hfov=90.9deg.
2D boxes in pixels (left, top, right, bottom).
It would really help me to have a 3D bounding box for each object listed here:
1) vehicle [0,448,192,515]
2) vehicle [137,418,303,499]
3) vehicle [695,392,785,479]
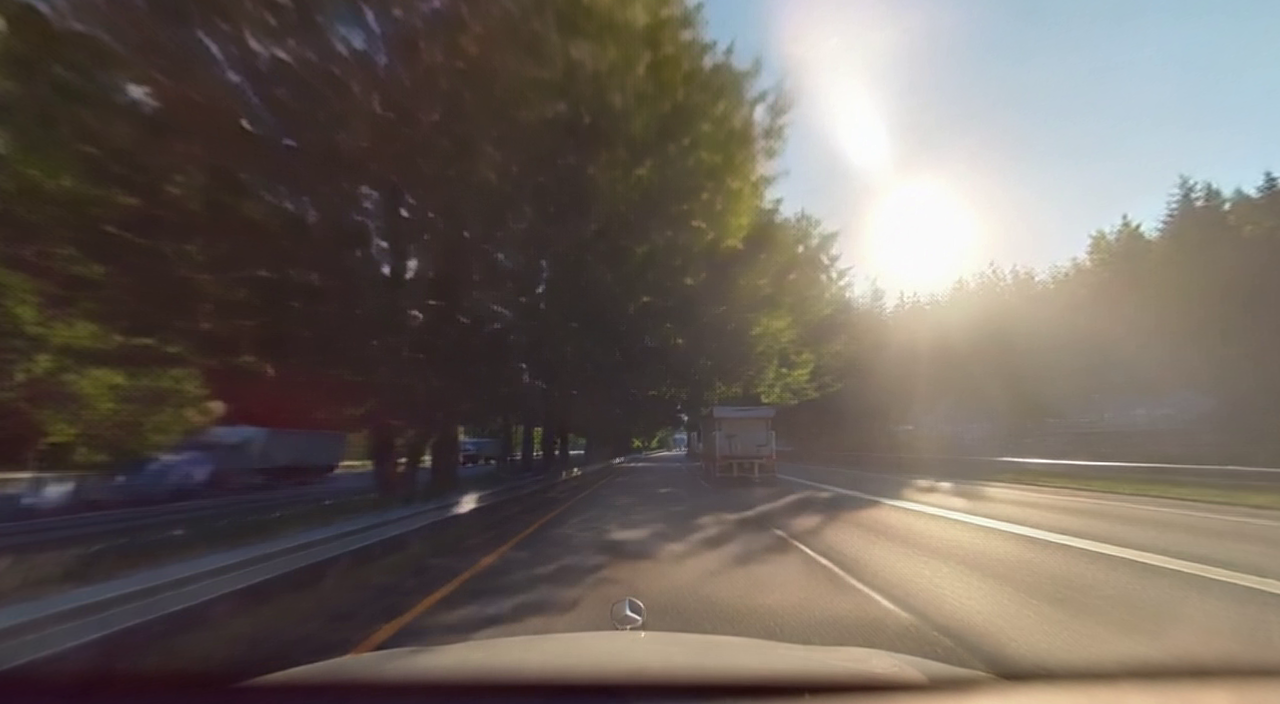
[{"bbox_3d":[-15.645,3.626,18.217,2.040,1.659,4.491,0,-9,0],"label":"vehicle"},{"bbox_3d":[-15.666,4.008,24.061,2.493,2.709,5.288,0,-9,1],"label":"vehicle"},{"bbox_3d":[5.160,4.888,35.864,2.859,3.984,14.045,0,-9,0],"label":"vehicle"}]
